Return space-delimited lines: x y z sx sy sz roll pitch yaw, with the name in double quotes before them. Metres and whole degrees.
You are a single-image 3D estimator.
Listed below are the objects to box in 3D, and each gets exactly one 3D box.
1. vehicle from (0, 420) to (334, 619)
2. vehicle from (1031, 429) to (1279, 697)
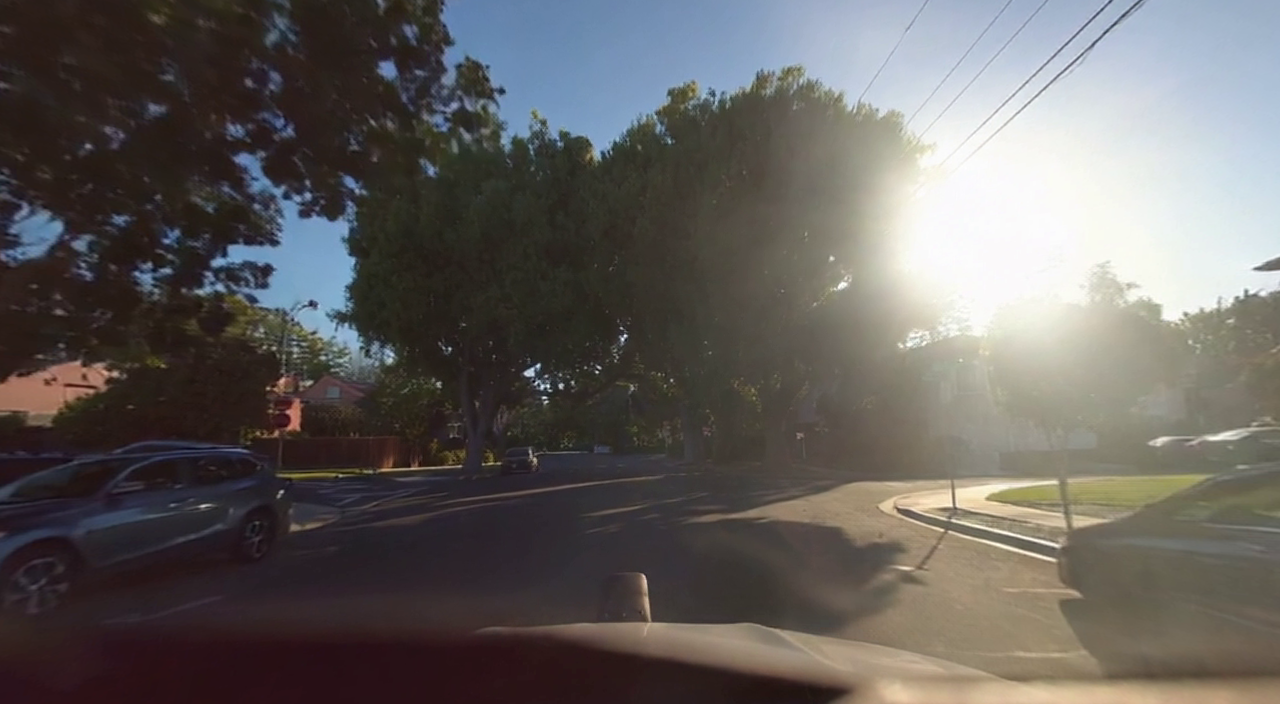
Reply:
"vehicle" -5.516 1.687 6.712 1.943 1.433 4.717 -6 -10 3
"vehicle" 4.335 1.110 3.149 1.931 1.395 4.793 1 -8 4
